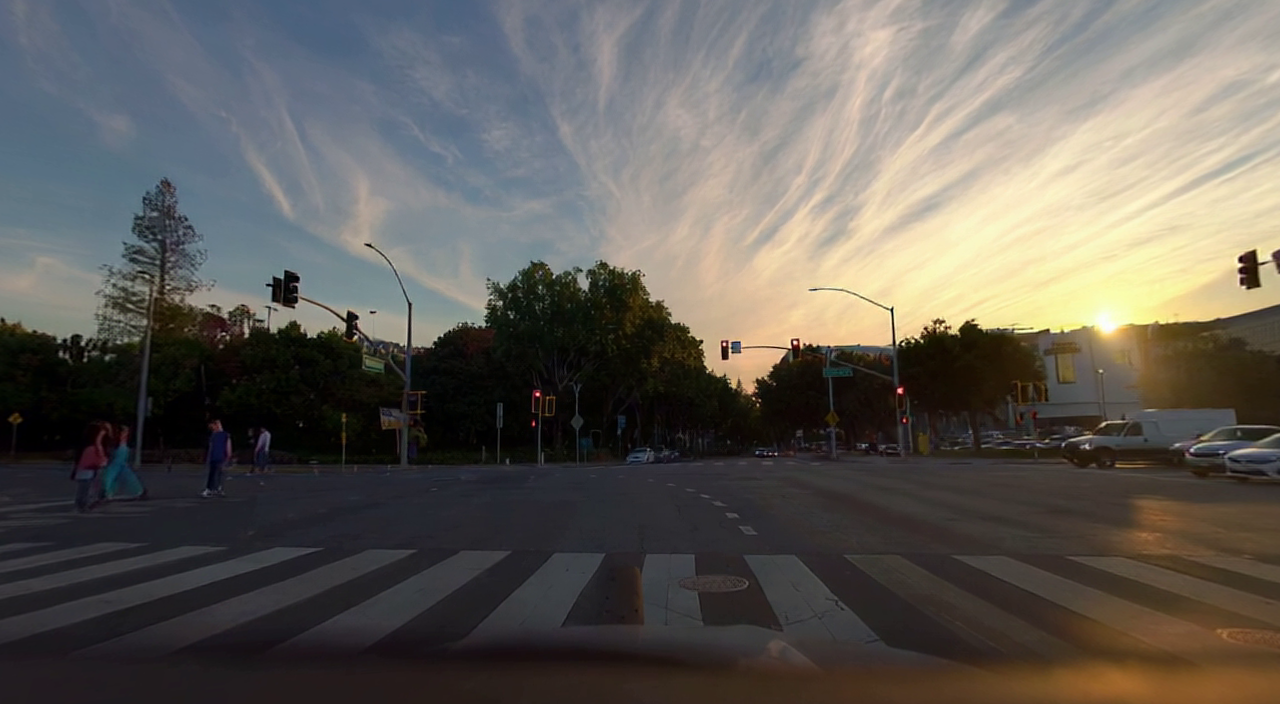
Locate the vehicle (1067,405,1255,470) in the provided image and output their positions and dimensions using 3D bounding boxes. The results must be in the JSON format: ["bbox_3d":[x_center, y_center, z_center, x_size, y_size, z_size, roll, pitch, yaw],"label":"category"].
[{"bbox_3d":[22.939,3.818,28.103,5.855,2.746,2.523,-1,-9,3],"label":"vehicle"}]

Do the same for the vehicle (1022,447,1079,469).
[{"bbox_3d":[27.695,7.137,42.749,1.589,1.405,3.633,-1,-9,5],"label":"vehicle"}]

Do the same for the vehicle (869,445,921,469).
[{"bbox_3d":[17.503,7.183,43.532,1.789,1.557,4.293,0,-9,1],"label":"vehicle"}]

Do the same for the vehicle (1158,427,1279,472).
[{"bbox_3d":[21.114,3.361,21.736,4.740,1.464,1.876,-1,-9,3],"label":"vehicle"}]
